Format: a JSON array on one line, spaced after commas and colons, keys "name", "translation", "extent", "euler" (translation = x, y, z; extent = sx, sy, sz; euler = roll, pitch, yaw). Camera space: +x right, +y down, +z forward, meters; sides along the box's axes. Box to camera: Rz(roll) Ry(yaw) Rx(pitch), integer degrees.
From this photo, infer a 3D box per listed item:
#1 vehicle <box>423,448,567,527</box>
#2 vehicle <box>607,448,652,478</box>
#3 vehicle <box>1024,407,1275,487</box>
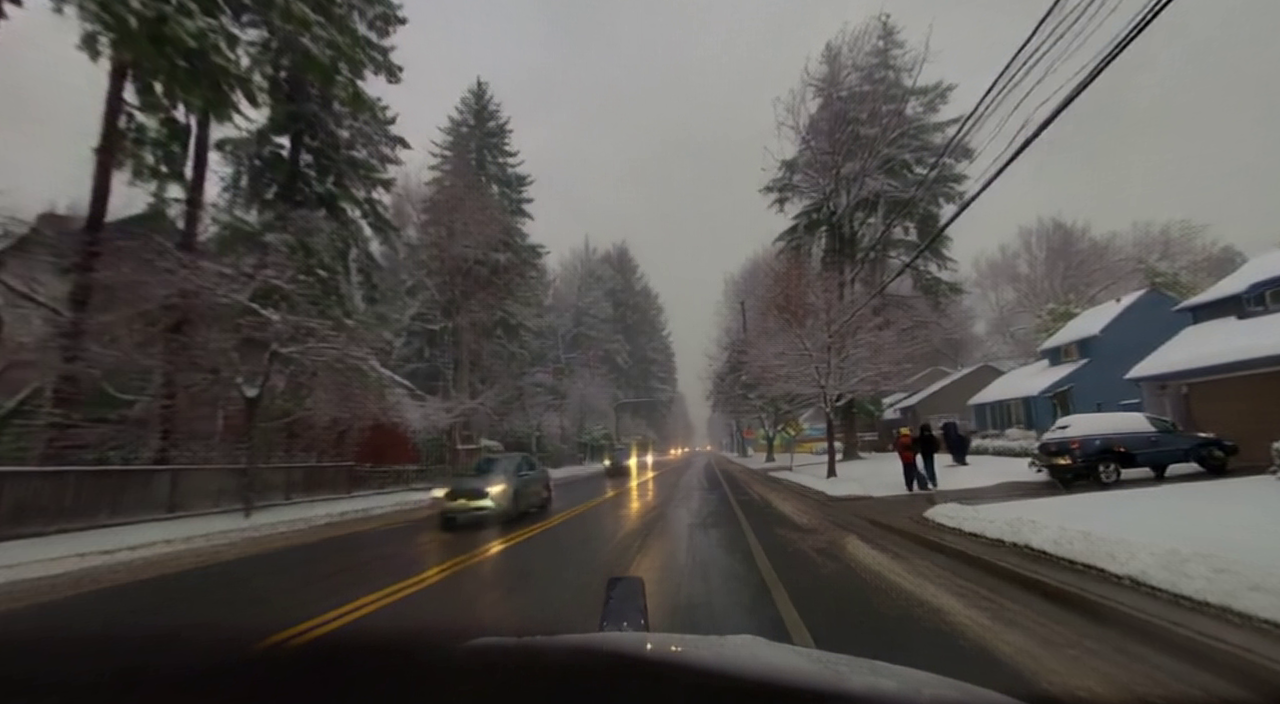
[{"name": "vehicle", "translation": [-3.130, 3.014, 14.659], "extent": [1.906, 1.498, 4.222], "euler": [-1, -8, 7]}, {"name": "vehicle", "translation": [-0.572, 6.763, 38.771], "extent": [2.167, 1.691, 4.755], "euler": [-1, -8, 7]}, {"name": "vehicle", "translation": [13.291, 2.504, 16.771], "extent": [4.665, 1.944, 2.092], "euler": [0, -8, 5]}]
